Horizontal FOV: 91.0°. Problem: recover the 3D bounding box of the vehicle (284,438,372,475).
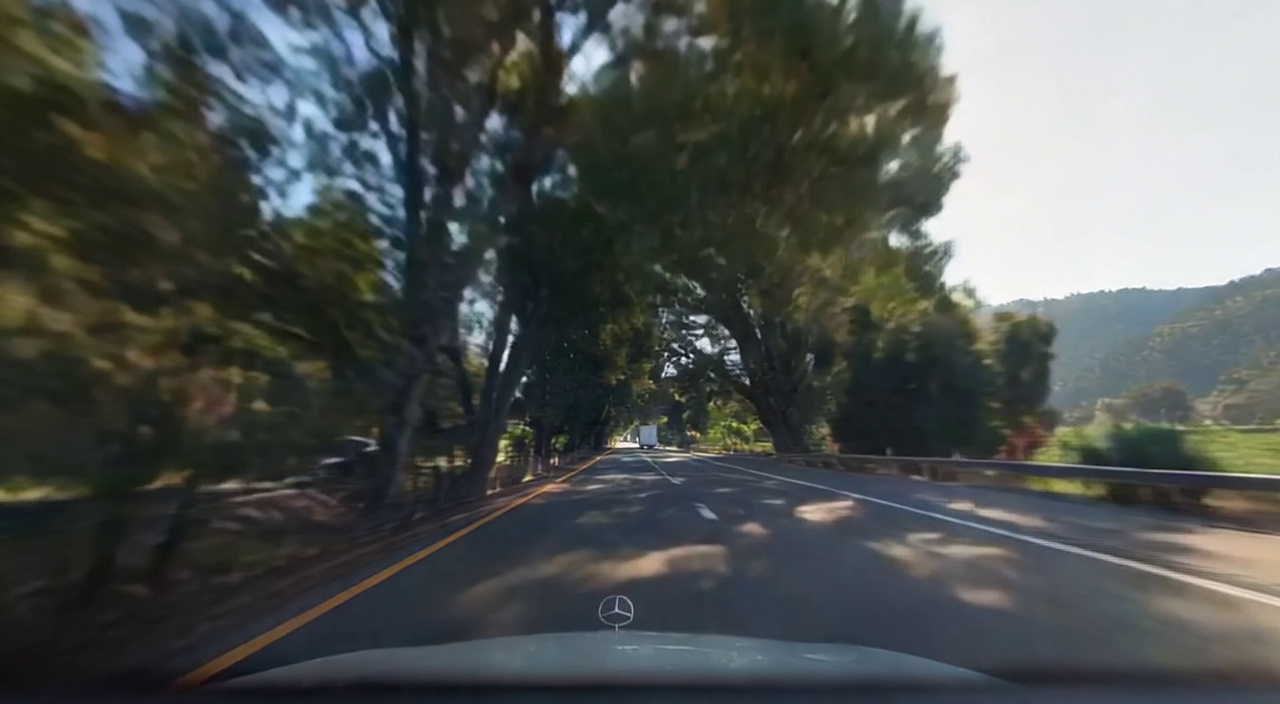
[{"bbox_3d":[-13.587,4.559,27.689,1.858,1.507,3.929,0,-8,-1],"label":"vehicle"}]
